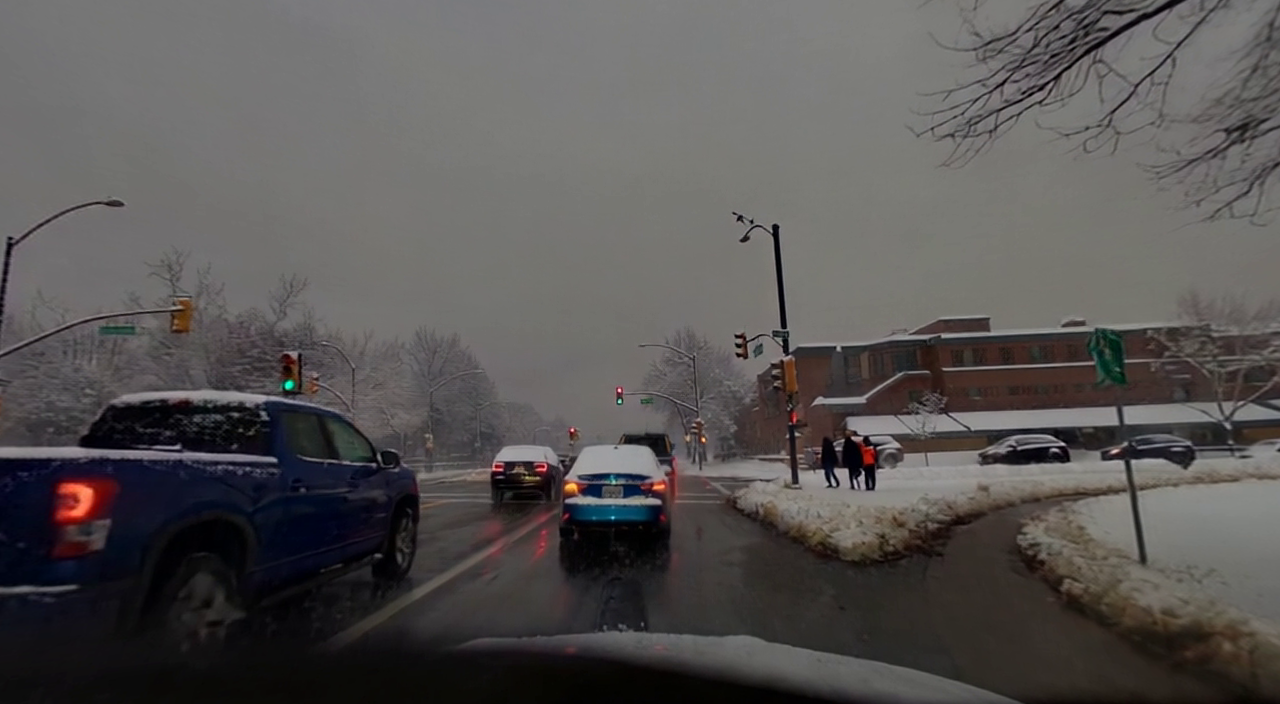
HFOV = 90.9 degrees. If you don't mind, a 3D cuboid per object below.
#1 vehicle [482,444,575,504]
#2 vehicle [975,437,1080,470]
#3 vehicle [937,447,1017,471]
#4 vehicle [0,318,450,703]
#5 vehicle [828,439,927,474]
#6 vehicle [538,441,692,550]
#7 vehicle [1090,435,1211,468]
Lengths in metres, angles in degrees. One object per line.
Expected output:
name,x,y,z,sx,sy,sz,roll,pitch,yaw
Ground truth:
vehicle,-3.361,3.764,20.042,2.003,1.655,4.878,0,-9,0
vehicle,22.021,5.763,35.964,4.529,1.786,2.110,0,-9,2
vehicle,21.211,6.724,39.793,3.983,1.443,1.831,0,-9,1
vehicle,-3.576,1.180,5.375,2.202,1.961,4.980,0,-9,2
vehicle,12.302,5.428,32.894,4.394,1.724,1.886,0,-9,1
vehicle,-0.310,2.342,11.077,2.144,1.497,4.446,0,-9,1
vehicle,29.027,5.676,35.954,4.967,1.794,2.044,0,-9,3
